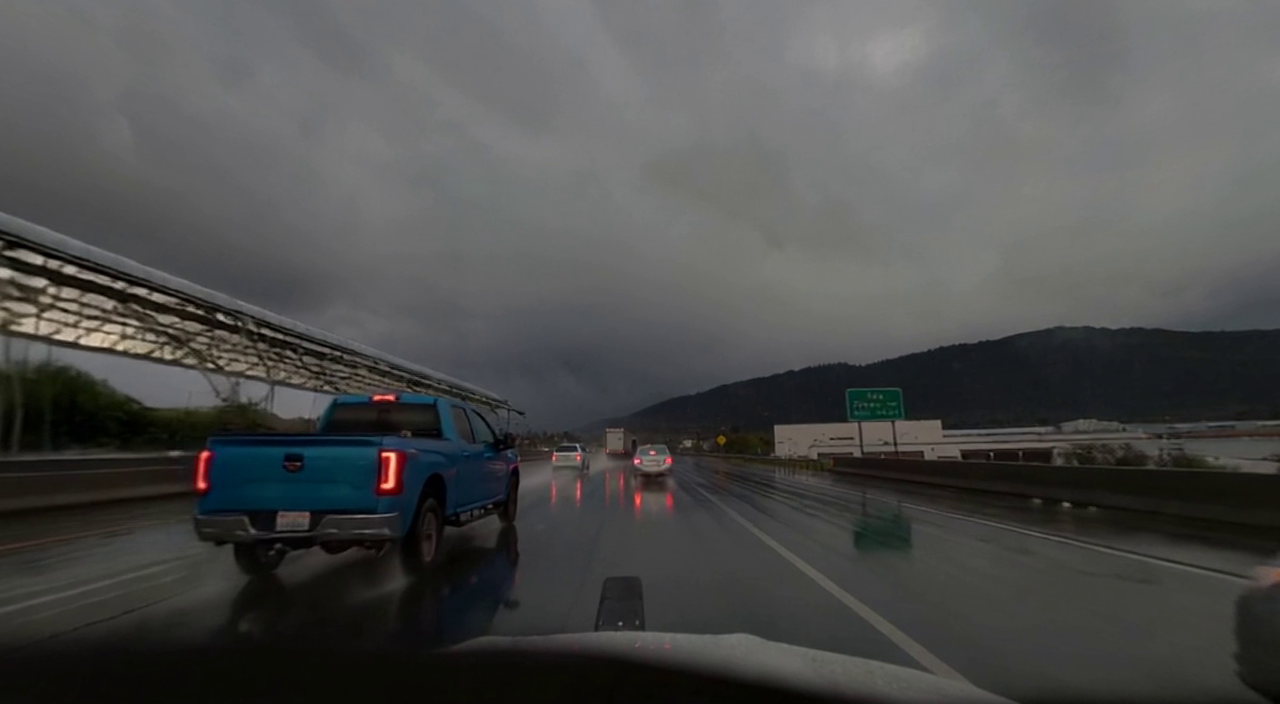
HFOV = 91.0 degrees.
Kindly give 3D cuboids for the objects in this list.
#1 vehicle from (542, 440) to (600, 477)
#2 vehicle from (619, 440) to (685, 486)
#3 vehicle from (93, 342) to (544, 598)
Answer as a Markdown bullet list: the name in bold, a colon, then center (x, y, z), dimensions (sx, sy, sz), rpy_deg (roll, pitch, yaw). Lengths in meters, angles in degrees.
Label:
- **vehicle**: center (-3.191, 5.039, 30.042), dimensions (2.151, 1.613, 4.786), rpy_deg (0, -8, 1)
- **vehicle**: center (0.394, 3.989, 22.920), dimensions (2.171, 1.493, 4.081), rpy_deg (0, -8, 0)
- **vehicle**: center (-3.327, 1.517, 8.980), dimensions (2.733, 2.230, 6.820), rpy_deg (0, -8, 1)
